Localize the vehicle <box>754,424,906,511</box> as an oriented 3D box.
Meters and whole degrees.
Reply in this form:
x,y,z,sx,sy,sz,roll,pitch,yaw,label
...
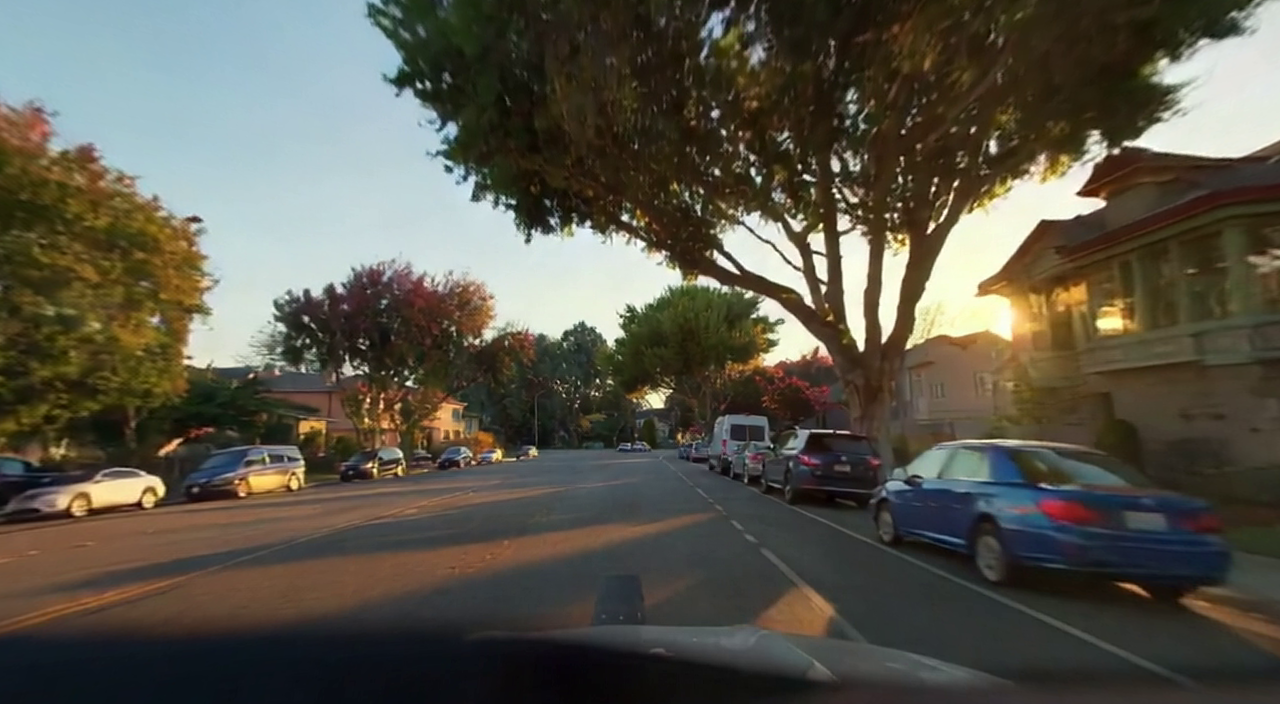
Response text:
x,y,z,sx,sy,sz,roll,pitch,yaw,label
4.212,2.639,14.934,2.067,1.706,4.506,0,-8,-2,vehicle

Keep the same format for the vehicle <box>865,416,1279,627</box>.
x,y,z,sx,sy,sz,roll,pitch,yaw,label
4.258,1.551,6.828,1.862,1.515,4.233,0,-8,-3,vehicle

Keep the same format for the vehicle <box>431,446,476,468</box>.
x,y,z,sx,sy,sz,roll,pitch,yaw,label
-13.798,7.745,46.966,1.923,1.535,4.862,0,-8,-1,vehicle

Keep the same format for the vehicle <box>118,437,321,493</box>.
x,y,z,sx,sy,sz,roll,pitch,yaw,label
-15.376,4.150,23.417,5.783,1.904,2.289,0,-8,-3,vehicle

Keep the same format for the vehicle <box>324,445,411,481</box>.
x,y,z,sx,sy,sz,roll,pitch,yaw,label
-13.682,5.554,32.105,2.045,1.636,5.214,-1,-8,1,vehicle

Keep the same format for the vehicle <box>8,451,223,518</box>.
x,y,z,sx,sy,sz,roll,pitch,yaw,label
-13.617,3.423,16.859,2.141,1.463,4.245,0,-8,-1,vehicle
